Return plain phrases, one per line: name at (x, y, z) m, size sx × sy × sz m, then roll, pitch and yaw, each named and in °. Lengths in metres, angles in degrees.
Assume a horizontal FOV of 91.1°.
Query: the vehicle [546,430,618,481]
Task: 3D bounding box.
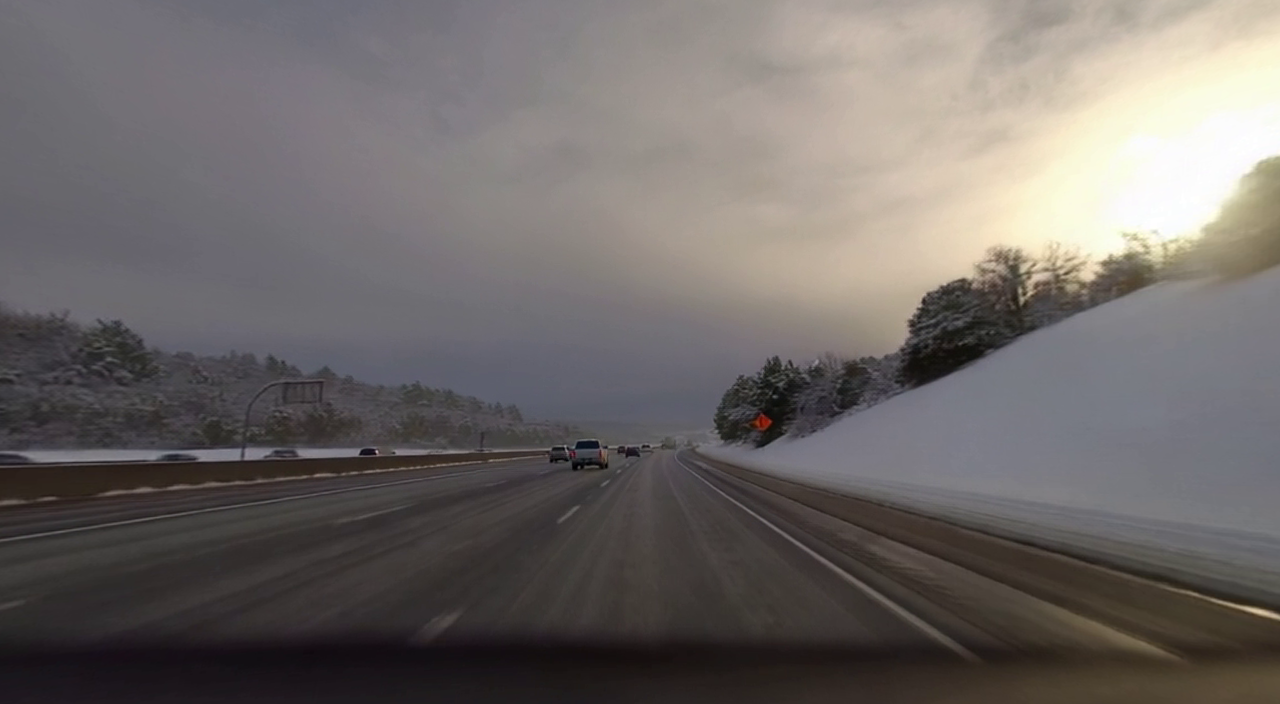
vehicle at (-2.317, 4.334, 26.620) m, size 2.413 × 1.896 × 5.218 m, roll -1°, pitch -8°, yaw 1°
